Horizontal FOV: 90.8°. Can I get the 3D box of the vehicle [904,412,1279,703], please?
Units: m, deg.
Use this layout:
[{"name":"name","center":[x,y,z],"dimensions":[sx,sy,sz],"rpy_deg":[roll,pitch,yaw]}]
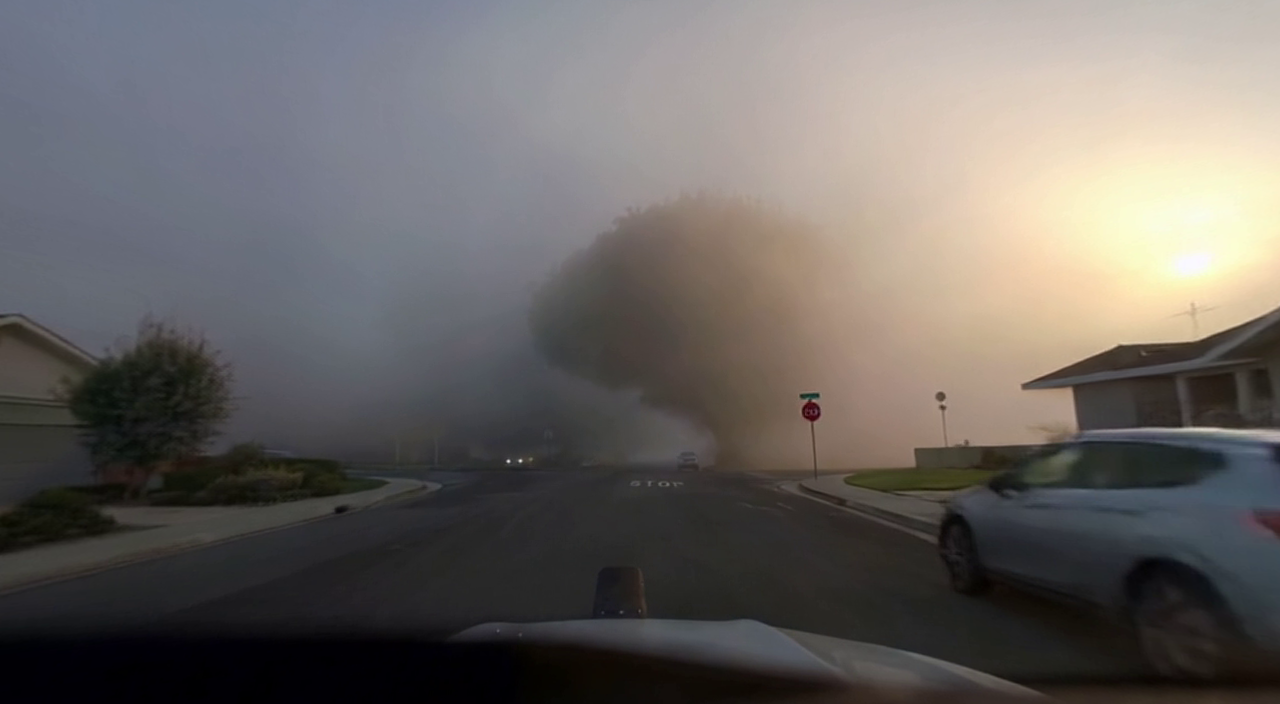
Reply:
[{"name":"vehicle","center":[3.758,1.318,4.643],"dimensions":[1.975,1.528,4.000],"rpy_deg":[0,-9,2]}]
